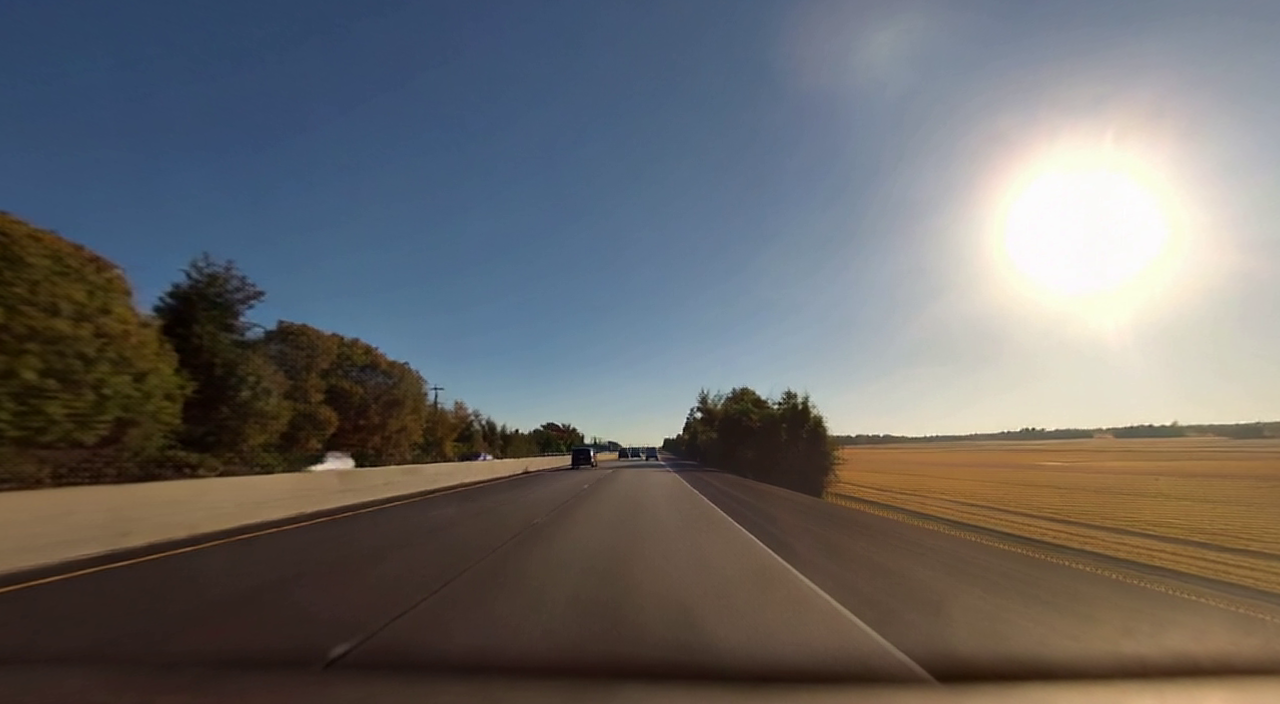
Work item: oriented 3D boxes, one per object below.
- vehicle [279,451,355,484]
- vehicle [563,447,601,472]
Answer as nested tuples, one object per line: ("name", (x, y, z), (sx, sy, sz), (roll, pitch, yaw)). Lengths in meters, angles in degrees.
("vehicle", (-15.998, 5.692, 31.431), (1.722, 1.482, 3.797), (0, -9, 1))
("vehicle", (-4.100, 7.709, 45.582), (2.188, 1.692, 4.623), (0, -9, 2))
